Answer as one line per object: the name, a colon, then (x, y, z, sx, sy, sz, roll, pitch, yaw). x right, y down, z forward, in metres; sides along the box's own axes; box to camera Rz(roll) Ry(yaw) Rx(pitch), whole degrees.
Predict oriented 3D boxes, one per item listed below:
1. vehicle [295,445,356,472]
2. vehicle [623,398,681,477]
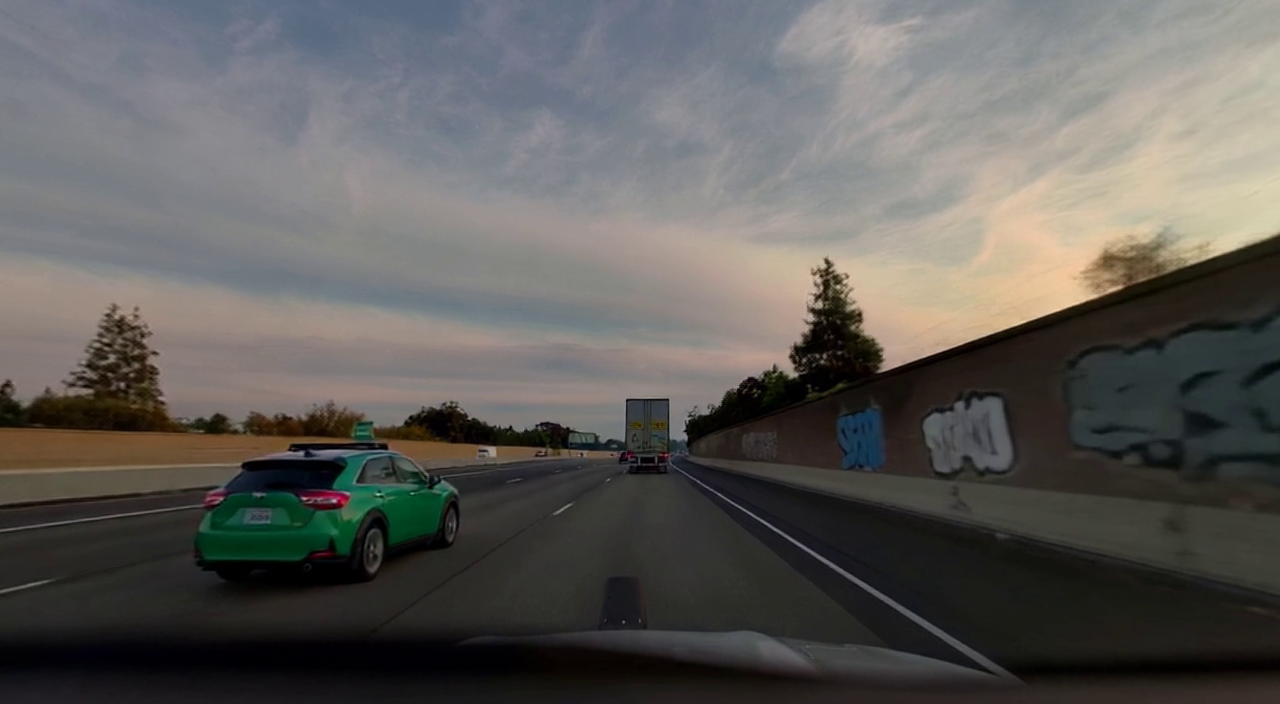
vehicle: (-24.171, 8.192, 48.646, 2.147, 2.006, 4.767, 0, -9, 1)
vehicle: (0.652, 5.282, 38.280, 2.997, 4.069, 10.871, 0, -9, 0)
